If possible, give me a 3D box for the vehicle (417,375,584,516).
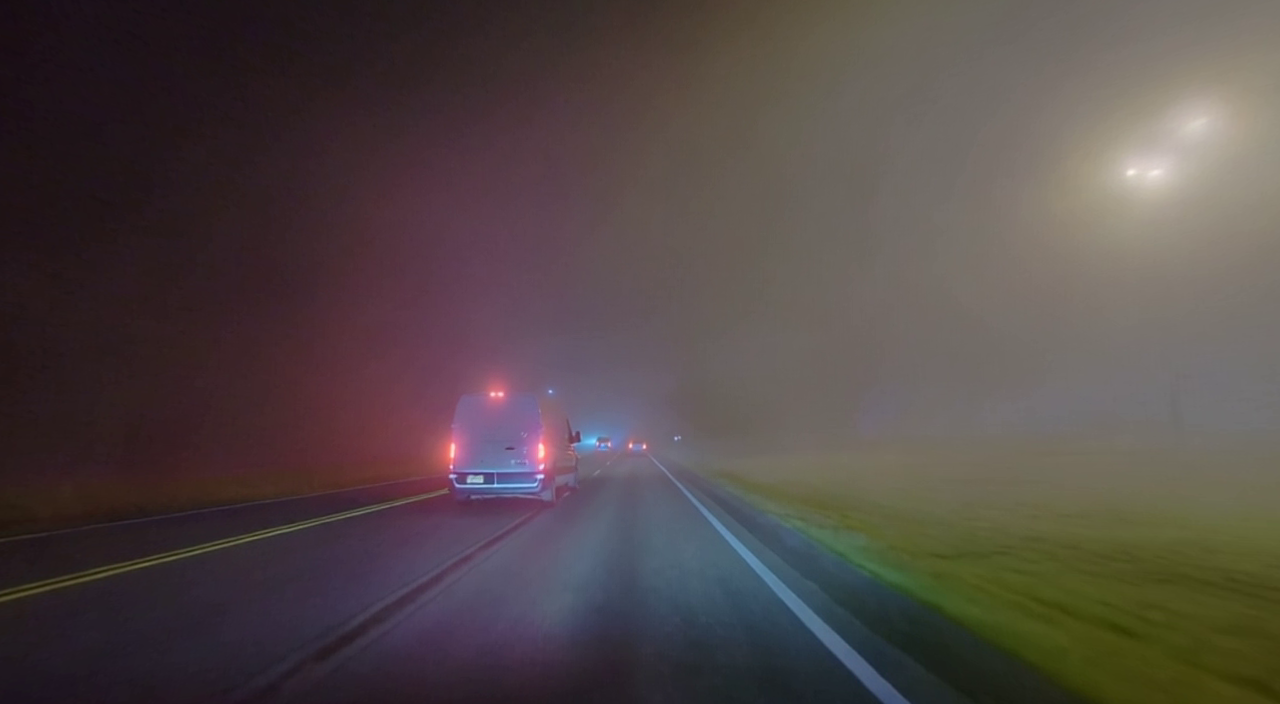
[{"bbox_3d":[-2.878,2.193,14.869,2.497,2.628,6.016,0,-8,0],"label":"vehicle"}]
